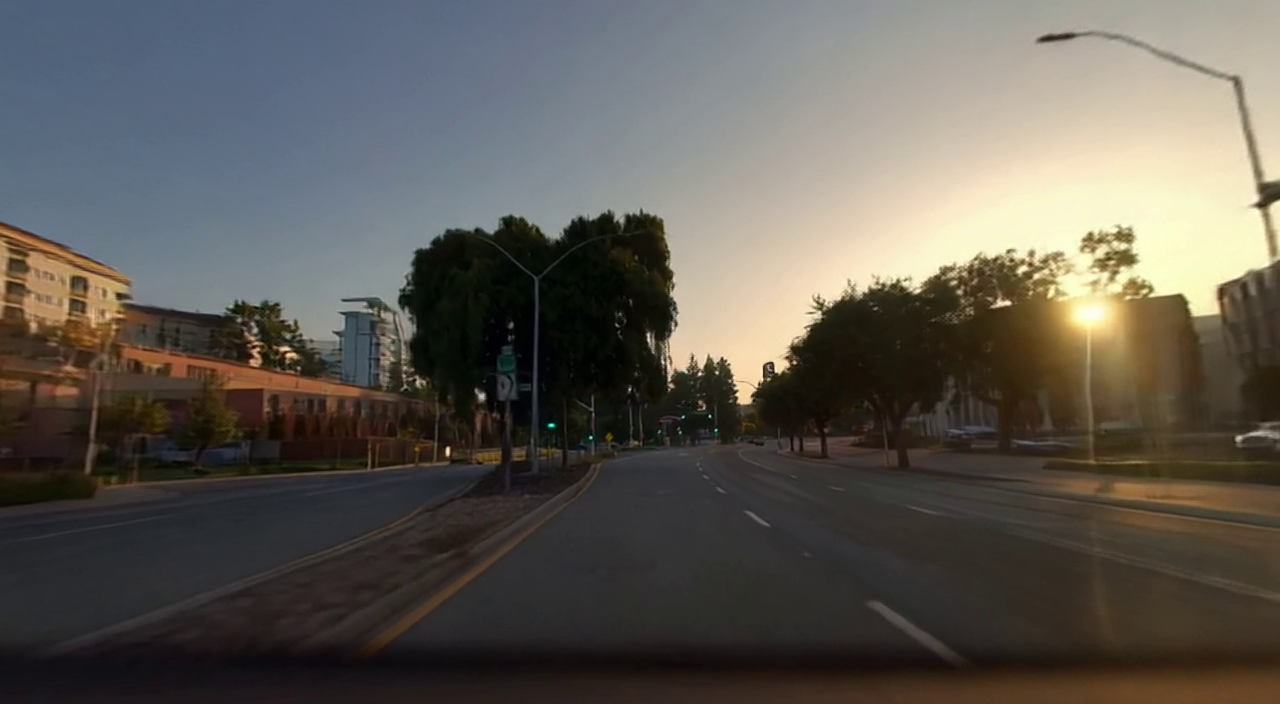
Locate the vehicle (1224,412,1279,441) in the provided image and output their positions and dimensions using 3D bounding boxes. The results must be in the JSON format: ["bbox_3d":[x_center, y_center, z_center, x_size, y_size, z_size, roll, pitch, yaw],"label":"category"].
[{"bbox_3d":[32.209,3.804,32.446,3.328,1.385,1.570,1,-9,-15],"label":"vehicle"}]
